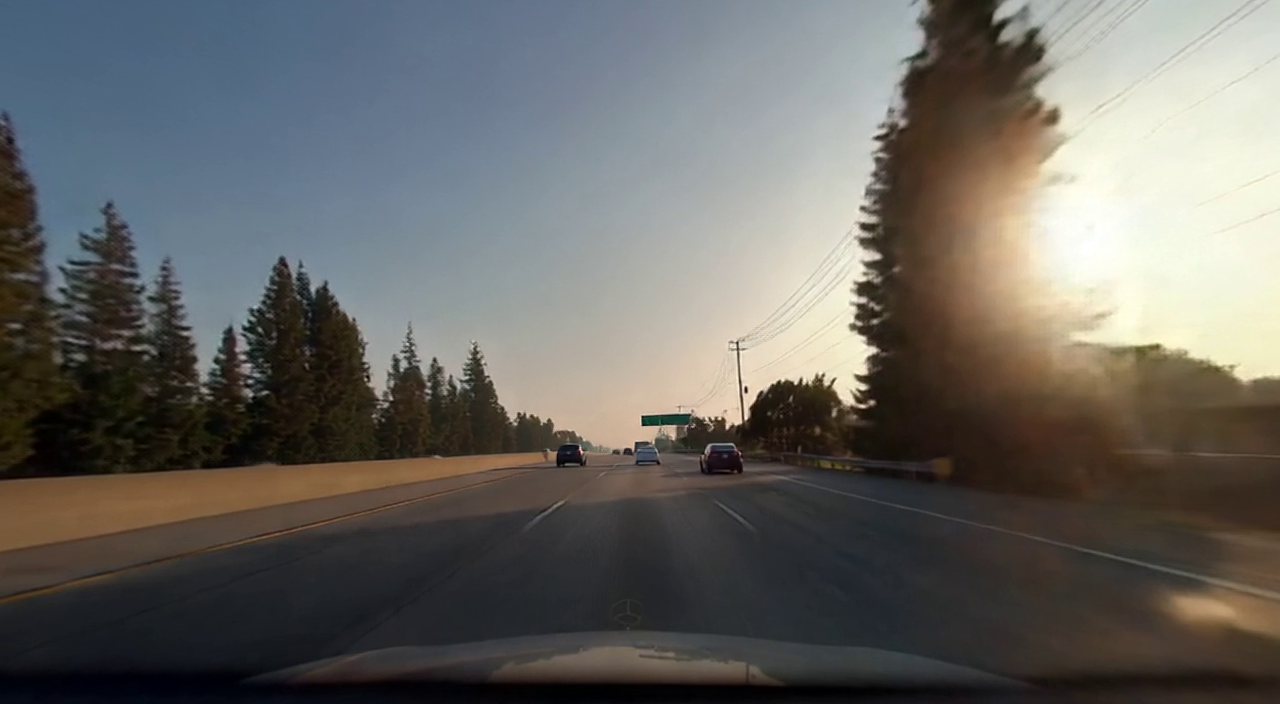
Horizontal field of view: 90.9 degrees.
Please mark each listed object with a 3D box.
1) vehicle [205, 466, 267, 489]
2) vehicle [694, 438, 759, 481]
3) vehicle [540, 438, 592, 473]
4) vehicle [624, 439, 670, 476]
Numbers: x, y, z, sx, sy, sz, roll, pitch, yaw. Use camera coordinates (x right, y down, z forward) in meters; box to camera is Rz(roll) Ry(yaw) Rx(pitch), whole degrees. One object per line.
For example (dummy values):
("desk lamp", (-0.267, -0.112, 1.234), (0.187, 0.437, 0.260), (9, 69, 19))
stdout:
("vehicle", (-31.658, 9.827, 49.566), (1.866, 1.590, 4.434), (0, -8, 1))
("vehicle", (3.394, 4.290, 25.490), (1.996, 1.579, 3.841), (0, -8, -1))
("vehicle", (-4.037, 5.715, 35.038), (2.217, 1.773, 4.553), (0, -8, 1))
("vehicle", (0.331, 5.042, 30.409), (2.049, 1.620, 4.153), (0, -8, 0))
